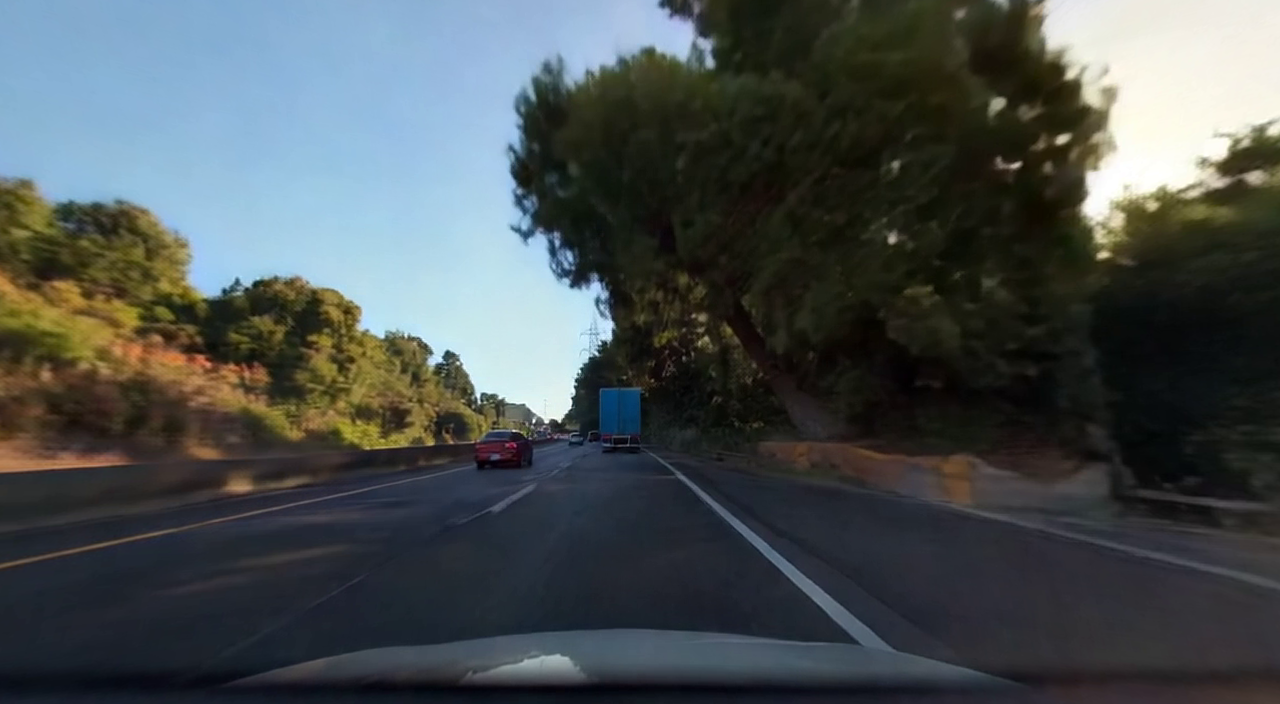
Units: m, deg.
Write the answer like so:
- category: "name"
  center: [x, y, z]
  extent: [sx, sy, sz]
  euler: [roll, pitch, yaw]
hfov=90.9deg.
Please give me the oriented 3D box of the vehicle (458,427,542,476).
- category: "vehicle"
  center: [-5.047, 3.646, 23.394]
  extent: [2.117, 1.618, 4.480]
  euler: [0, -8, 0]

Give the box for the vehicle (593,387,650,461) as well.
- category: "vehicle"
  center: [-1.105, 4.428, 37.988]
  extent: [2.955, 3.851, 9.915]
  euler: [0, -8, -2]
